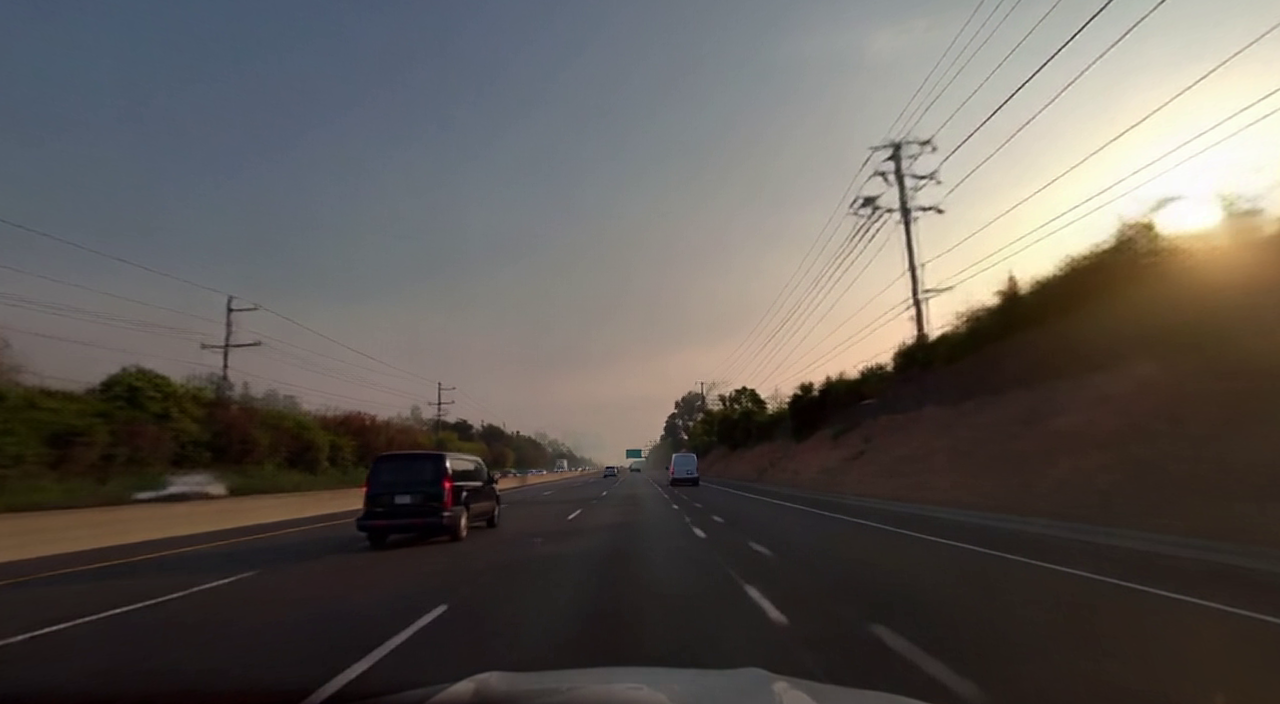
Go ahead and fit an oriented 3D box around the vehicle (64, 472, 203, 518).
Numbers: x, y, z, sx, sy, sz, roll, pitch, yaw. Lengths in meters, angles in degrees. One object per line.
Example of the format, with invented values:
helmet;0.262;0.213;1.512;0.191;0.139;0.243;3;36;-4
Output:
vehicle;-20.879;5.901;26.307;1.922;1.665;4.588;1;-11;0

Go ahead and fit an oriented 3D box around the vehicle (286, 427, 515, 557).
vehicle;-3.788;2.381;11.153;2.153;1.756;4.730;1;-11;0
